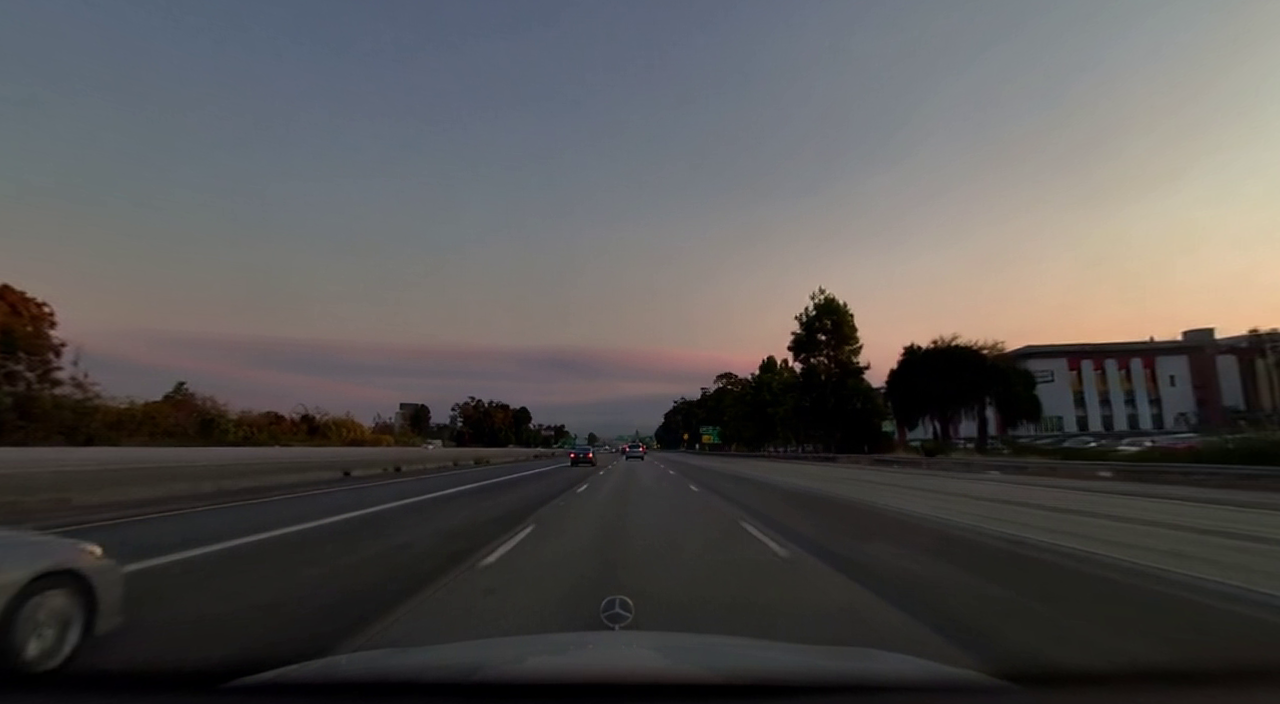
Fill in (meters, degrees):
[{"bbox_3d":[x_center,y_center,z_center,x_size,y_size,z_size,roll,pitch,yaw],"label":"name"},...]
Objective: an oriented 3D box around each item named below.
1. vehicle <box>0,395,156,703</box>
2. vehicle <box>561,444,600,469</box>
[{"bbox_3d":[-3.948,0.731,1.225,2.187,1.527,4.849,0,-8,0],"label":"vehicle"},{"bbox_3d":[-3.925,7.000,42.471,2.140,1.574,4.946,0,-8,0],"label":"vehicle"}]
